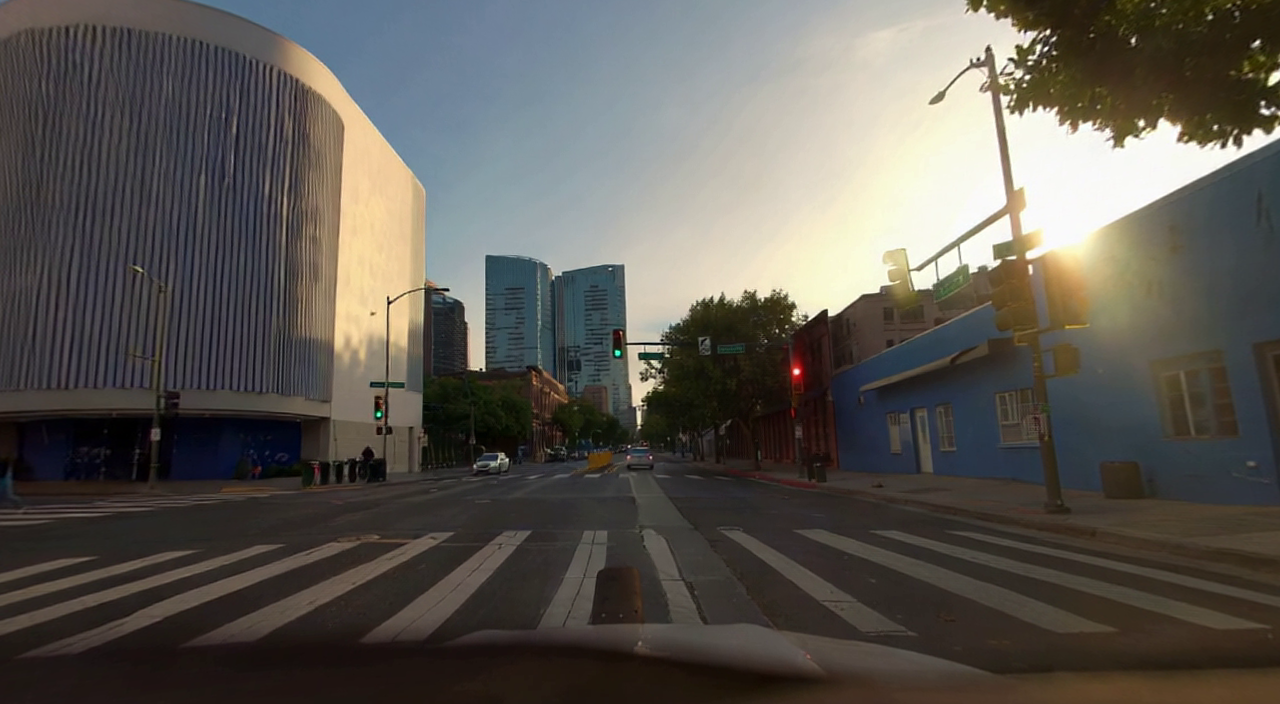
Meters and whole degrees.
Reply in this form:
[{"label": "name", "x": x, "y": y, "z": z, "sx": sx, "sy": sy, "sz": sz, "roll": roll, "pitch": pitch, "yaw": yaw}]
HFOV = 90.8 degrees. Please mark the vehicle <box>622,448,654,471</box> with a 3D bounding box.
[{"label": "vehicle", "x": -0.073, "y": 7.605, "z": 44.913, "sx": 2.088, "sy": 1.452, "sz": 4.833, "roll": -1, "pitch": -8, "yaw": 2}]
